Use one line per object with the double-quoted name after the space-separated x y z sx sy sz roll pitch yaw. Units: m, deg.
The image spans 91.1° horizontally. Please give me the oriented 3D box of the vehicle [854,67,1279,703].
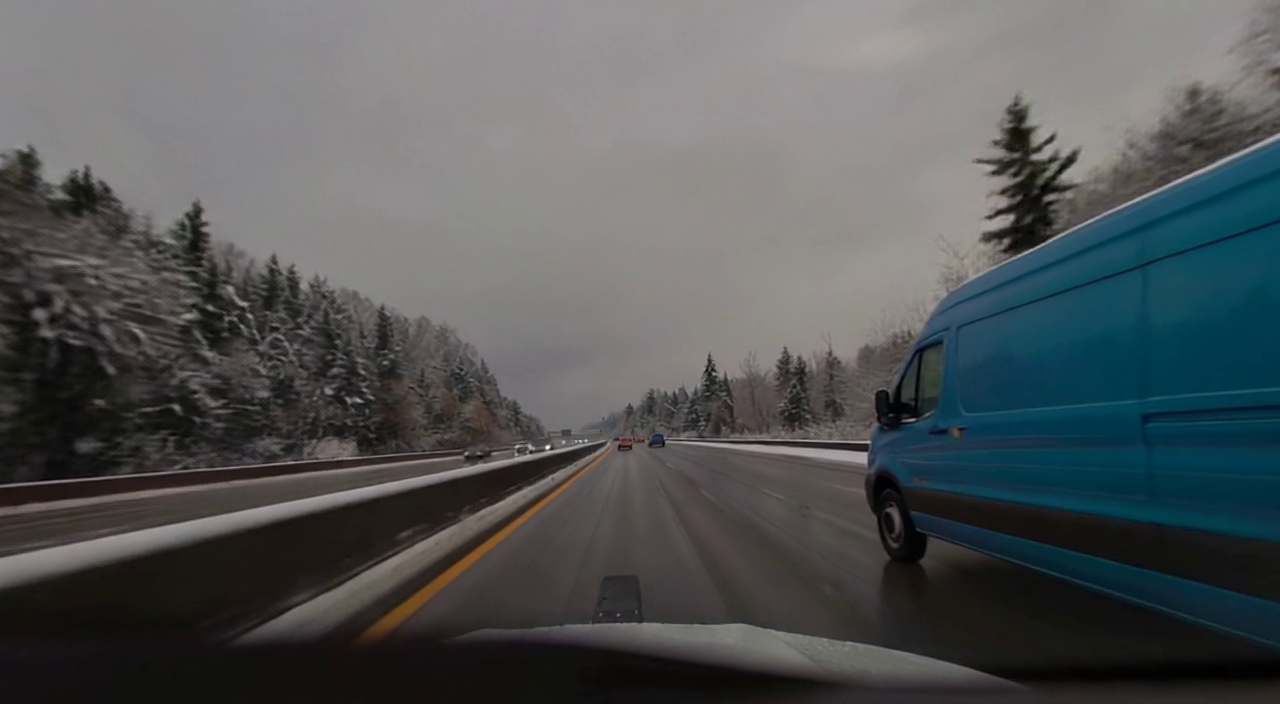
3.710 0.298 3.349 2.416 2.595 7.243 0 -8 -1 "vehicle"
